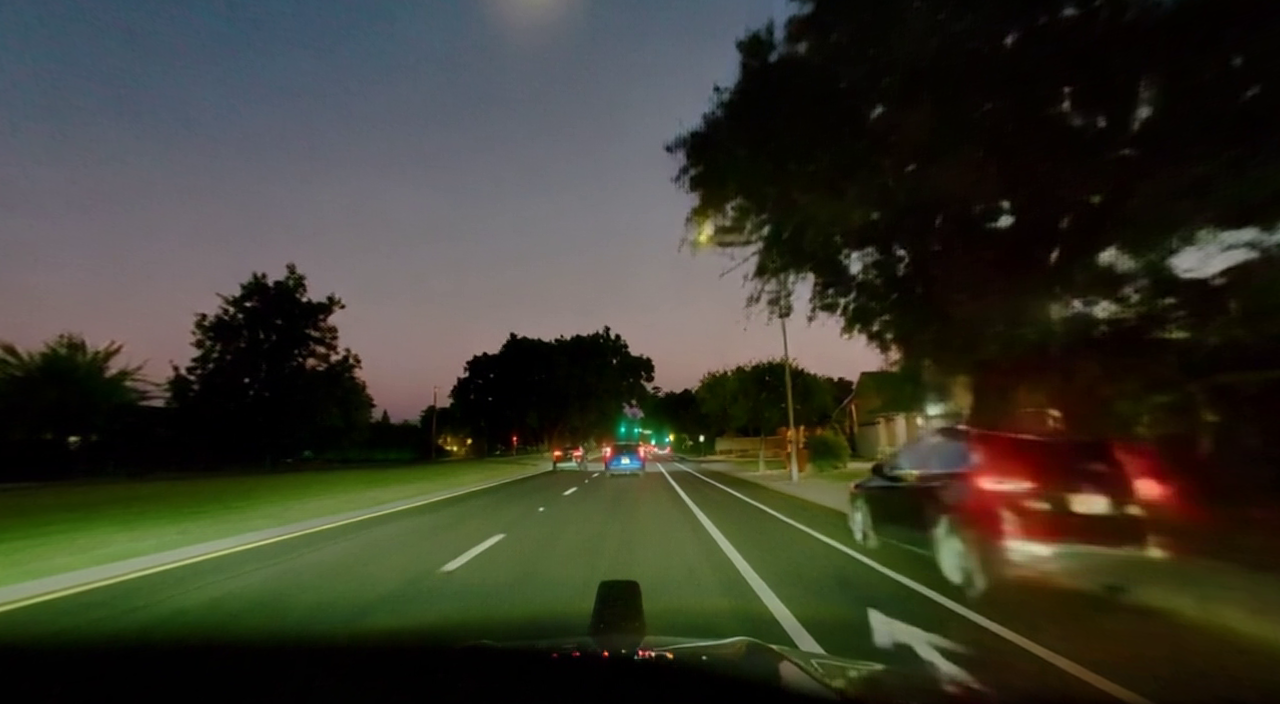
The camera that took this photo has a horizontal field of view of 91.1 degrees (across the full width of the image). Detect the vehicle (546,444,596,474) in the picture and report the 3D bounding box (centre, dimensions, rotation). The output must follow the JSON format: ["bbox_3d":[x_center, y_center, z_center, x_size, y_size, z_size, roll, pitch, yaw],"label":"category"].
[{"bbox_3d":[-3.489,5.493,32.604,2.032,1.433,4.458,0,-8,1],"label":"vehicle"}]

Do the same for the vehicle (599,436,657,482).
[{"bbox_3d":[-0.466,4.383,26.060,2.220,1.742,4.047,0,-8,0],"label":"vehicle"}]

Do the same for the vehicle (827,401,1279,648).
[{"bbox_3d":[3.878,1.577,6.874,2.332,1.769,4.518,0,-8,1],"label":"vehicle"}]
